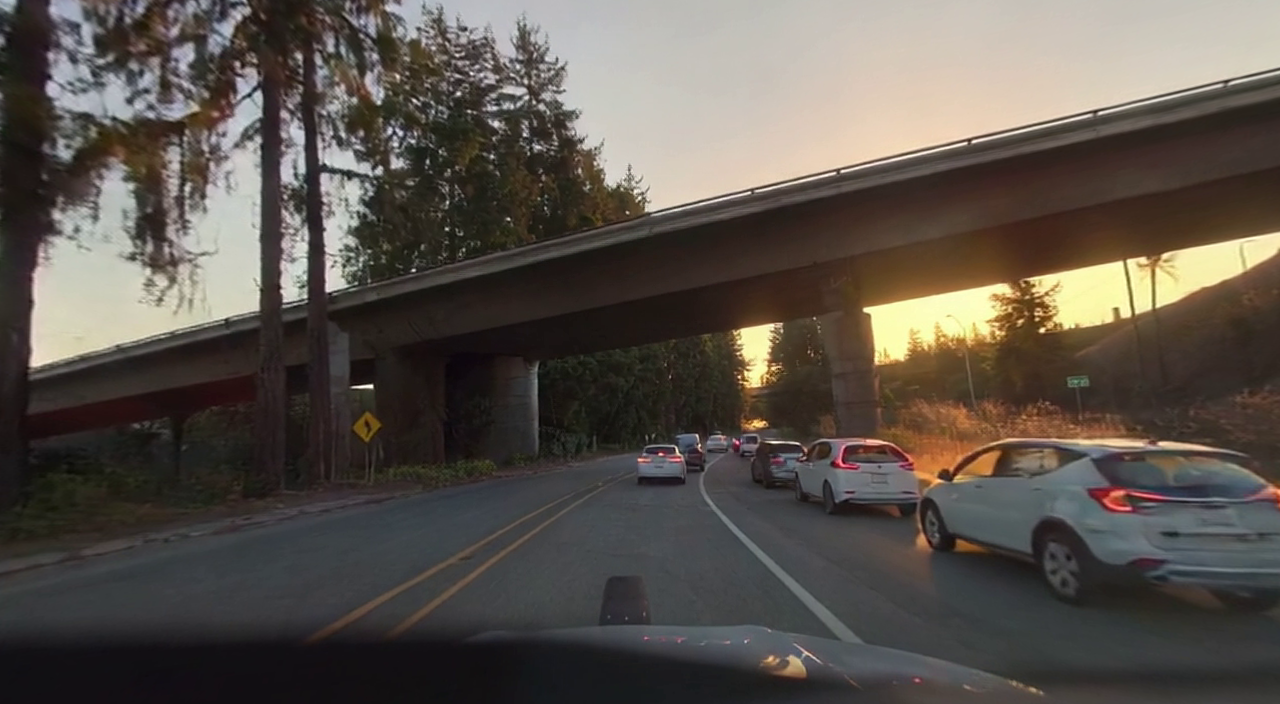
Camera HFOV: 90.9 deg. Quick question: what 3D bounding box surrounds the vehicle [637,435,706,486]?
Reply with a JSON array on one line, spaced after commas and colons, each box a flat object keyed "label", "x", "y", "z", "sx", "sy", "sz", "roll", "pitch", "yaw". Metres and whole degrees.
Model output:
[{"label": "vehicle", "x": 1.123, "y": 3.562, "z": 21.068, "sx": 2.078, "sy": 1.506, "sz": 4.058, "roll": -1, "pitch": -8, "yaw": 5}]

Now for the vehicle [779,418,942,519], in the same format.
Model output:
[{"label": "vehicle", "x": 4.340, "y": 2.357, "z": 13.273, "sx": 1.947, "sy": 1.745, "sz": 4.452, "roll": 0, "pitch": -8, "yaw": 2}]

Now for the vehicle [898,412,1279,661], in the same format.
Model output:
[{"label": "vehicle", "x": 4.132, "y": 1.410, "z": 5.832, "sx": 1.911, "sy": 1.525, "sz": 3.755, "roll": 0, "pitch": -8, "yaw": 1}]
